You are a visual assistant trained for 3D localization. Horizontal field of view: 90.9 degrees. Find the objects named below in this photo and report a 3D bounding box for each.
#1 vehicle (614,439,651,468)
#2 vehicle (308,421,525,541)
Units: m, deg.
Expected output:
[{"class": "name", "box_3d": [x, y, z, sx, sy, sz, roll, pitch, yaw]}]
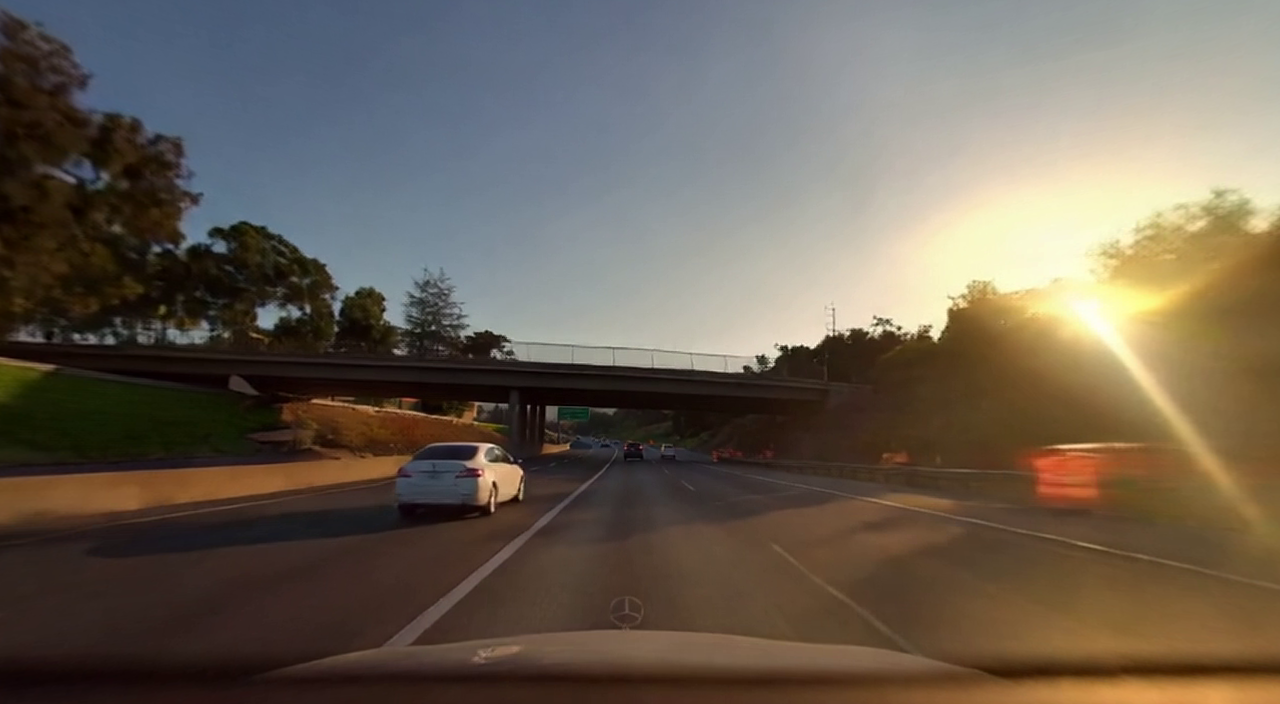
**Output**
[{"class": "vehicle", "box_3d": [-0.539, 6.828, 42.555, 2.328, 1.805, 4.502, 0, -8, -2]}, {"class": "vehicle", "box_3d": [-3.582, 2.165, 11.300, 2.114, 1.650, 4.730, -1, -8, 1]}]
